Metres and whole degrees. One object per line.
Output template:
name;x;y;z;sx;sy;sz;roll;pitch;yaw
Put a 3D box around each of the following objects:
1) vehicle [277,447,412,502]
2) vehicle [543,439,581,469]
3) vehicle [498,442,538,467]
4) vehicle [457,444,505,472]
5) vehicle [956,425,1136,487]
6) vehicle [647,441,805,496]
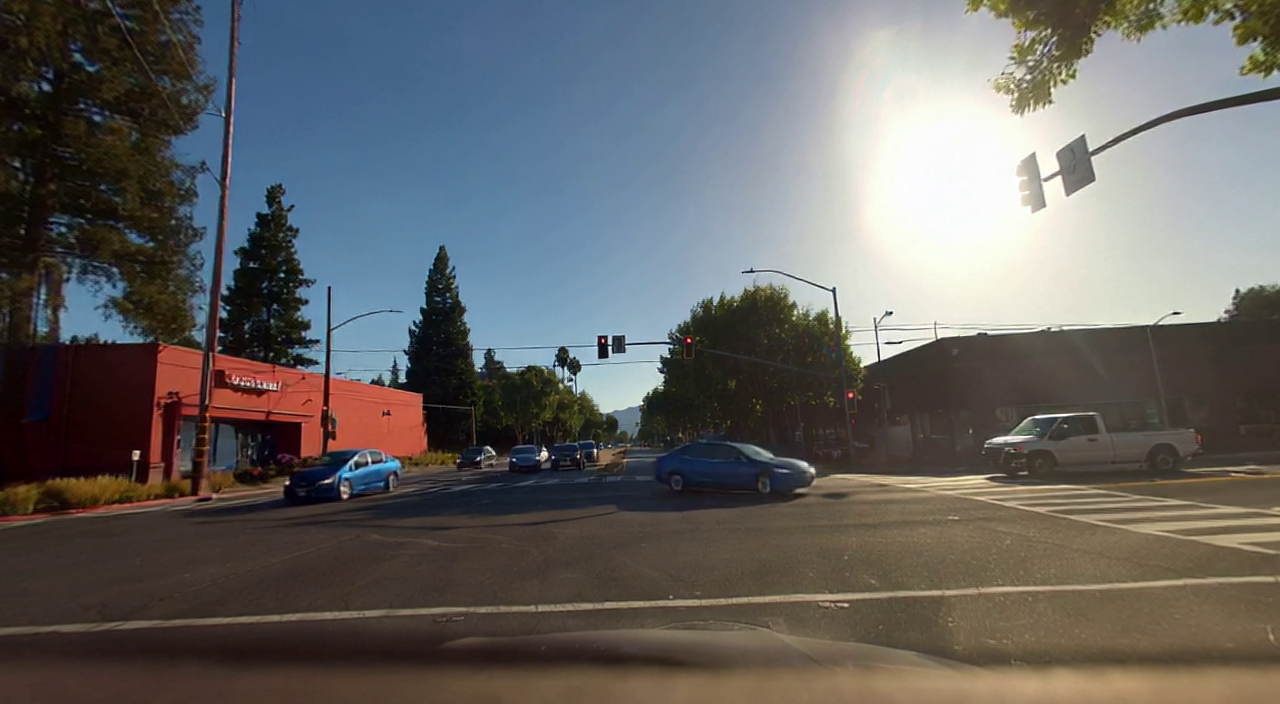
vehicle;-8.812;3.652;19.335;2.024;1.460;4.381;0;-9;0
vehicle;-4.690;6.160;38.406;1.975;1.642;4.846;0;-8;-3
vehicle;-8.672;7.351;45.451;2.087;1.718;4.700;0;-9;-2
vehicle;-8.886;5.957;35.610;1.779;1.460;4.463;0;-9;-4
vehicle;14.838;3.772;23.118;5.910;2.046;2.228;3;-9;-19
vehicle;2.427;3.350;18.538;4.228;1.416;1.846;-7;-11;40
